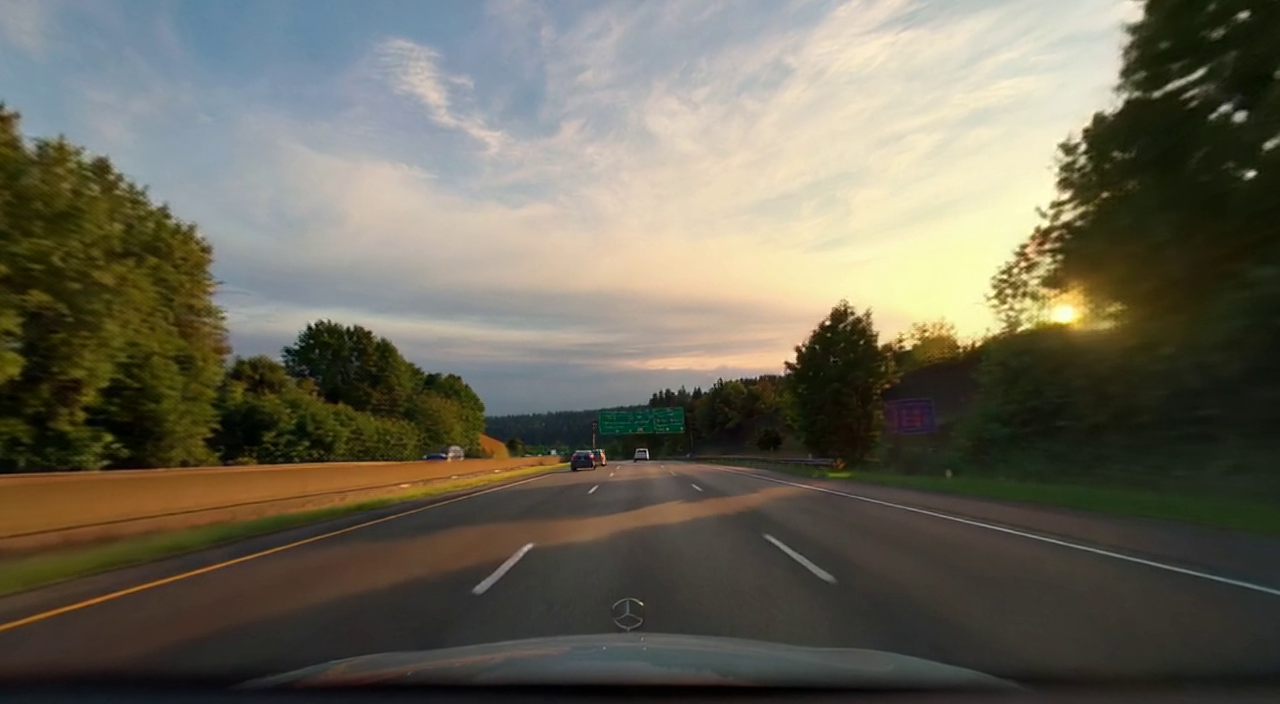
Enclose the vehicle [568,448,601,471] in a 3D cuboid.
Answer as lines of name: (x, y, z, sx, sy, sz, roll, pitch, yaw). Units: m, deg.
vehicle: (-3.717, 7.302, 42.898, 1.918, 1.510, 4.006, 0, -9, 0)
